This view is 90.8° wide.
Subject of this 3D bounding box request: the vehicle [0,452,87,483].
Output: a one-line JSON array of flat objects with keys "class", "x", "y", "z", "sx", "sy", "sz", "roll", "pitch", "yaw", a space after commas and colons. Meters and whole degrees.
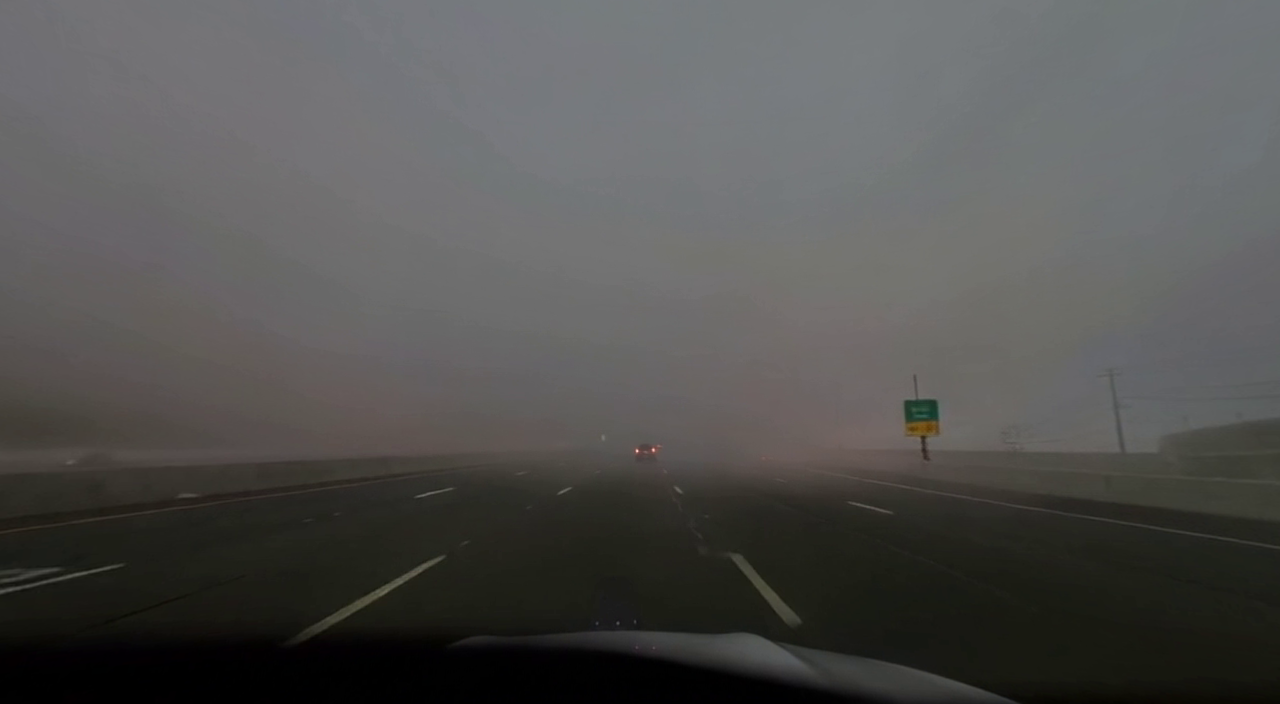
[{"class": "vehicle", "x": -32.454, "y": 6.103, "z": 33.719, "sx": 1.798, "sy": 1.470, "sz": 4.400, "roll": -1, "pitch": -9, "yaw": 2}]
